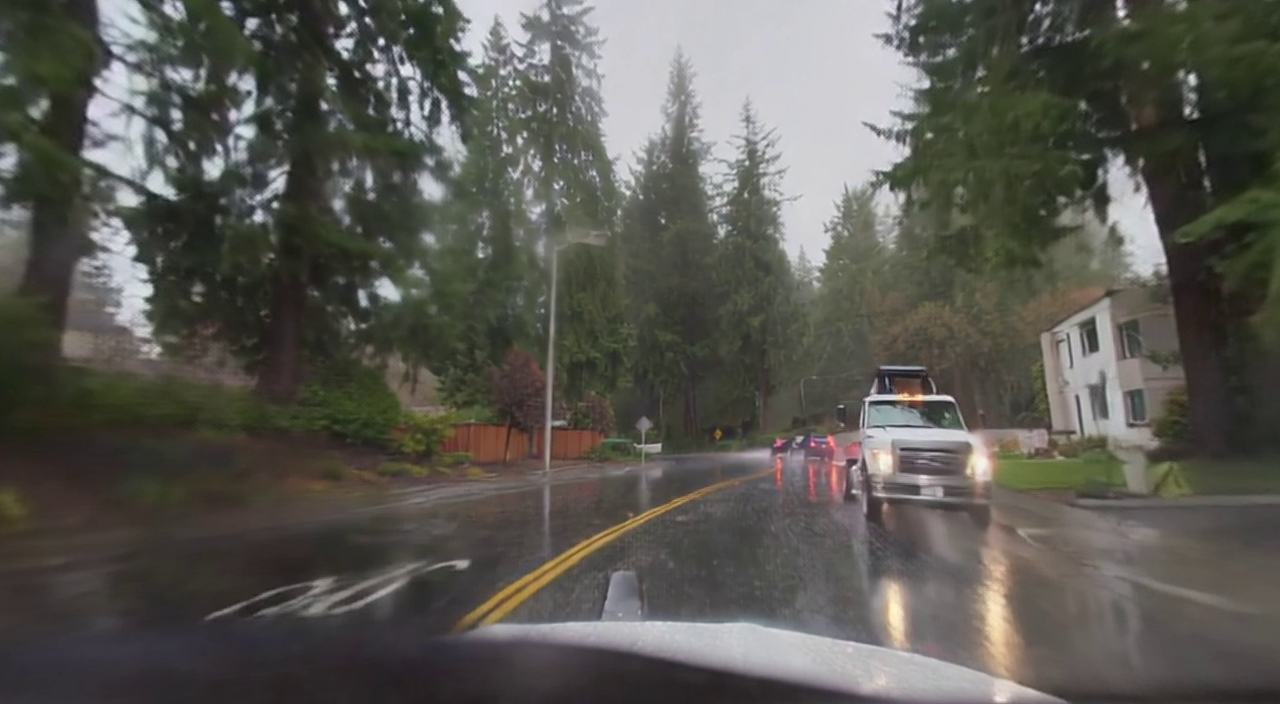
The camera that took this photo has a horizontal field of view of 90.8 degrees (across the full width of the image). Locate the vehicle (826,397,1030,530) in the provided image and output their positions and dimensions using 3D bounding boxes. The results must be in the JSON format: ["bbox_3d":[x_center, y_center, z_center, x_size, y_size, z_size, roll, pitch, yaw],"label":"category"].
[{"bbox_3d":[5.555,2.291,13.598,2.874,2.021,7.293,-2,-9,16],"label":"vehicle"}]
